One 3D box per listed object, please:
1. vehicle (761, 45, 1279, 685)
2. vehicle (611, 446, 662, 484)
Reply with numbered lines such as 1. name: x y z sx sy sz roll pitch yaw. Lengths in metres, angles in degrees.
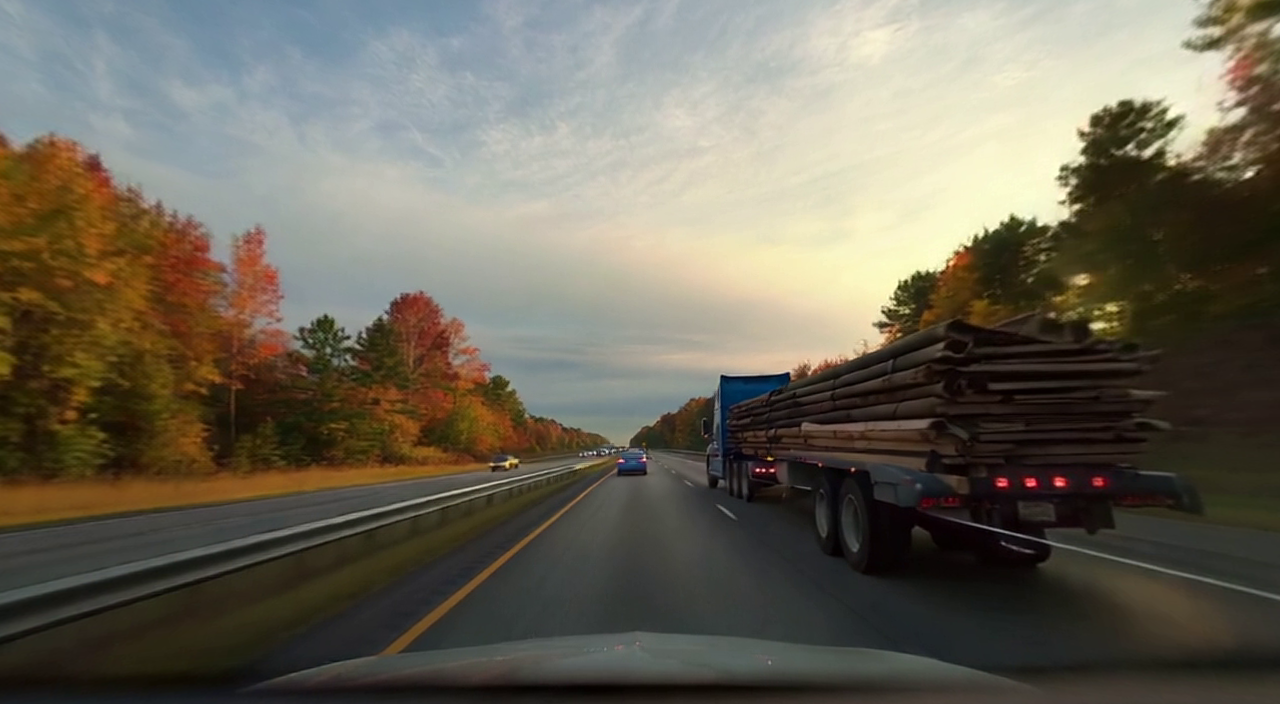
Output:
1. vehicle: 3.952 0.559 7.961 3.004 3.923 8.363 -1 -9 -1
2. vehicle: -0.174 5.004 28.074 2.099 1.506 4.097 -1 -9 0
